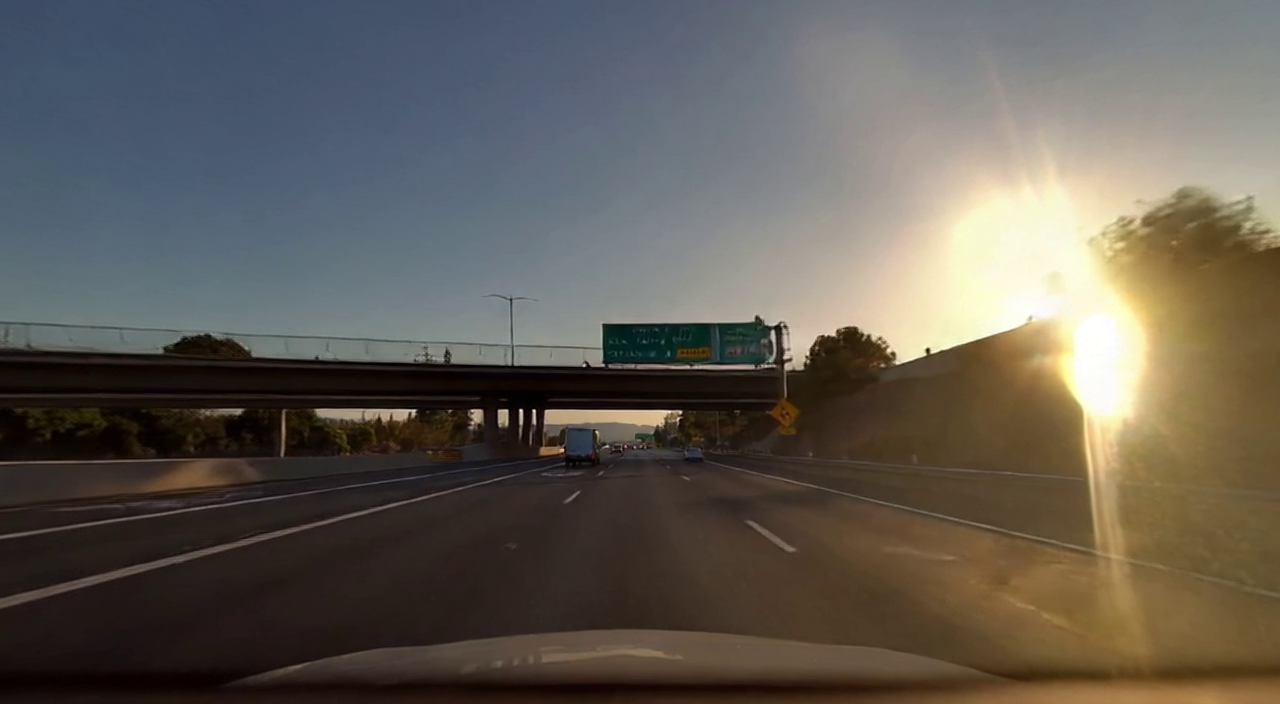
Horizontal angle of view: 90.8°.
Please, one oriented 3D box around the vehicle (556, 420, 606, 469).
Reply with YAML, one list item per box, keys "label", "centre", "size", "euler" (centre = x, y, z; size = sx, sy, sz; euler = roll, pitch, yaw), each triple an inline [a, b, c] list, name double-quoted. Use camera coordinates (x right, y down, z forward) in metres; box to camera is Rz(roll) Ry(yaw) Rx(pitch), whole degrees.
- label: "vehicle"
  centre: [-3.776, 6.118, 41.848]
  size: [2.881, 2.937, 7.045]
  euler: [0, -9, -2]
